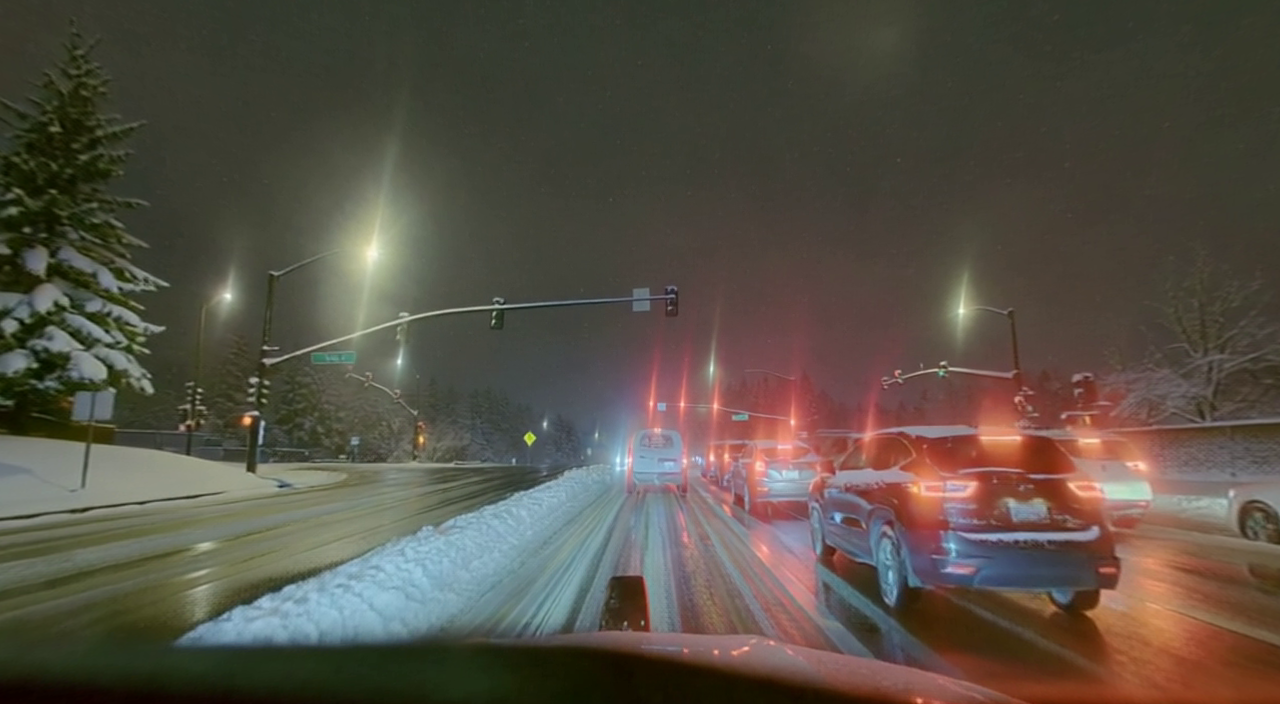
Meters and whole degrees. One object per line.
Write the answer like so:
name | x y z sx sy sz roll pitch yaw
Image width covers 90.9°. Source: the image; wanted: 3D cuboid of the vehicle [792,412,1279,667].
vehicle | 2.996 1.456 6.066 2.078 1.578 4.107 0 -8 1

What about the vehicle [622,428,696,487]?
vehicle | 0.570 3.566 21.611 2.245 1.800 4.522 0 -8 0
